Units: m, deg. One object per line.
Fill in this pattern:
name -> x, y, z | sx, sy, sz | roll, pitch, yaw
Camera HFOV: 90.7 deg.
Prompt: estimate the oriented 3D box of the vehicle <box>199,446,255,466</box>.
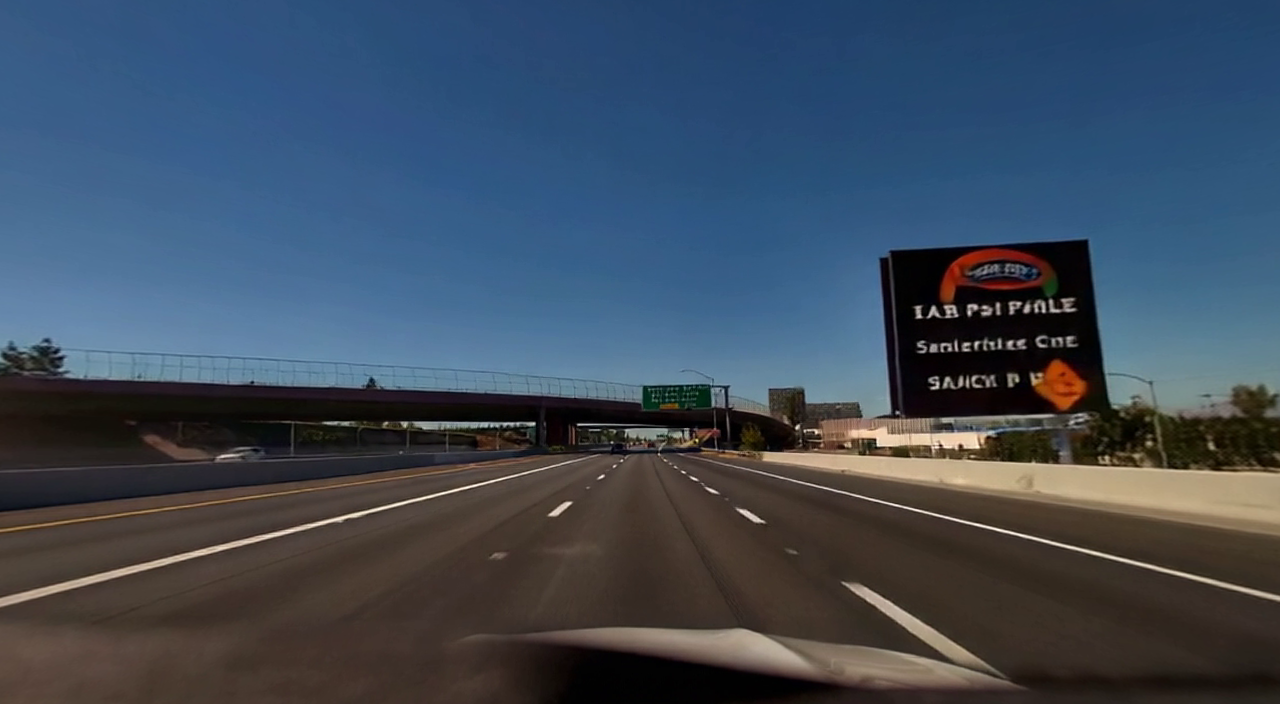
vehicle -> -32.183, 8.117, 49.432 | 1.728, 1.454, 3.858 | 0, -8, 0
